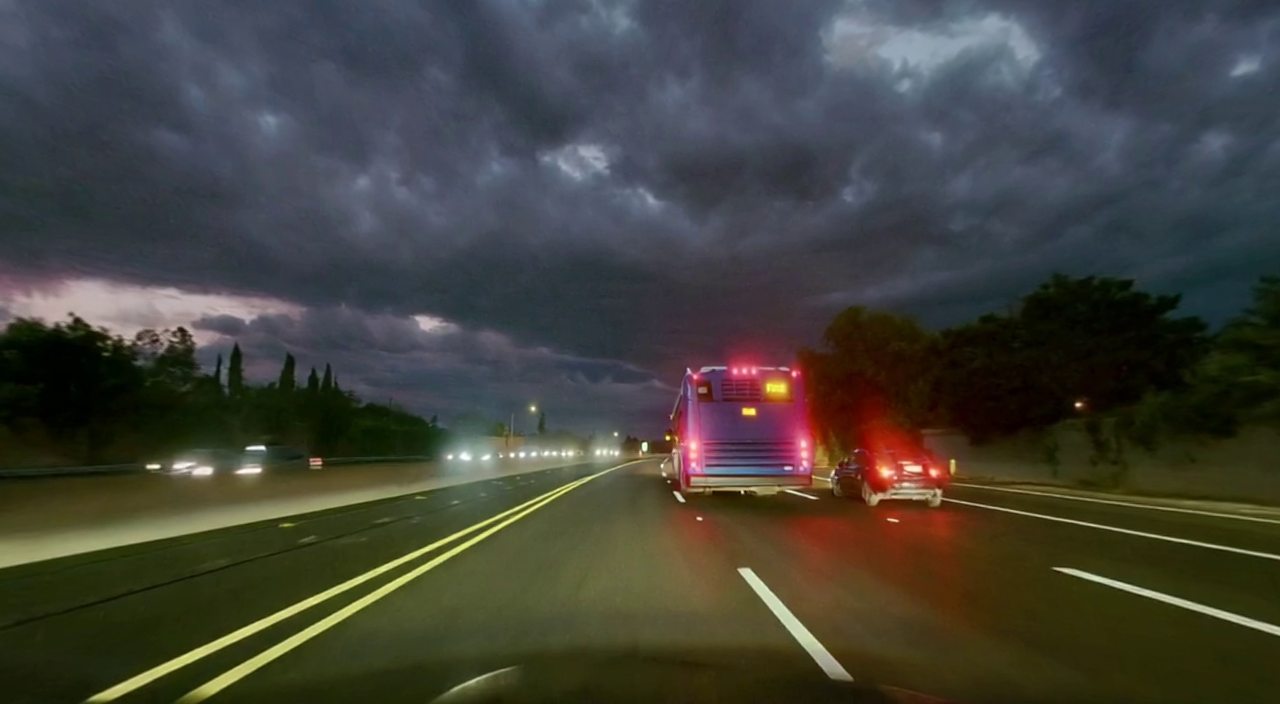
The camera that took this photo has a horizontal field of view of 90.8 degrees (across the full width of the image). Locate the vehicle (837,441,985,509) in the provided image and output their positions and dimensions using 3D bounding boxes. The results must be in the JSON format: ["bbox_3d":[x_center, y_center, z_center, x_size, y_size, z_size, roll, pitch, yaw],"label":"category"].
[{"bbox_3d":[7.010,3.182,16.978,2.047,1.479,4.593,-3,-8,2],"label":"vehicle"}]

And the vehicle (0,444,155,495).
[{"bbox_3d":[-21.877,4.510,24.722,2.032,1.761,4.536,0,-9,2],"label":"vehicle"}]

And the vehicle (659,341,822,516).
[{"bbox_3d":[2.246,2.632,20.195,3.144,3.580,14.591,0,-9,1],"label":"vehicle"}]

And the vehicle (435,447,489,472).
[{"bbox_3d":[-11.491,6.970,41.174,2.012,1.527,4.519,-1,-9,3],"label":"vehicle"}]
